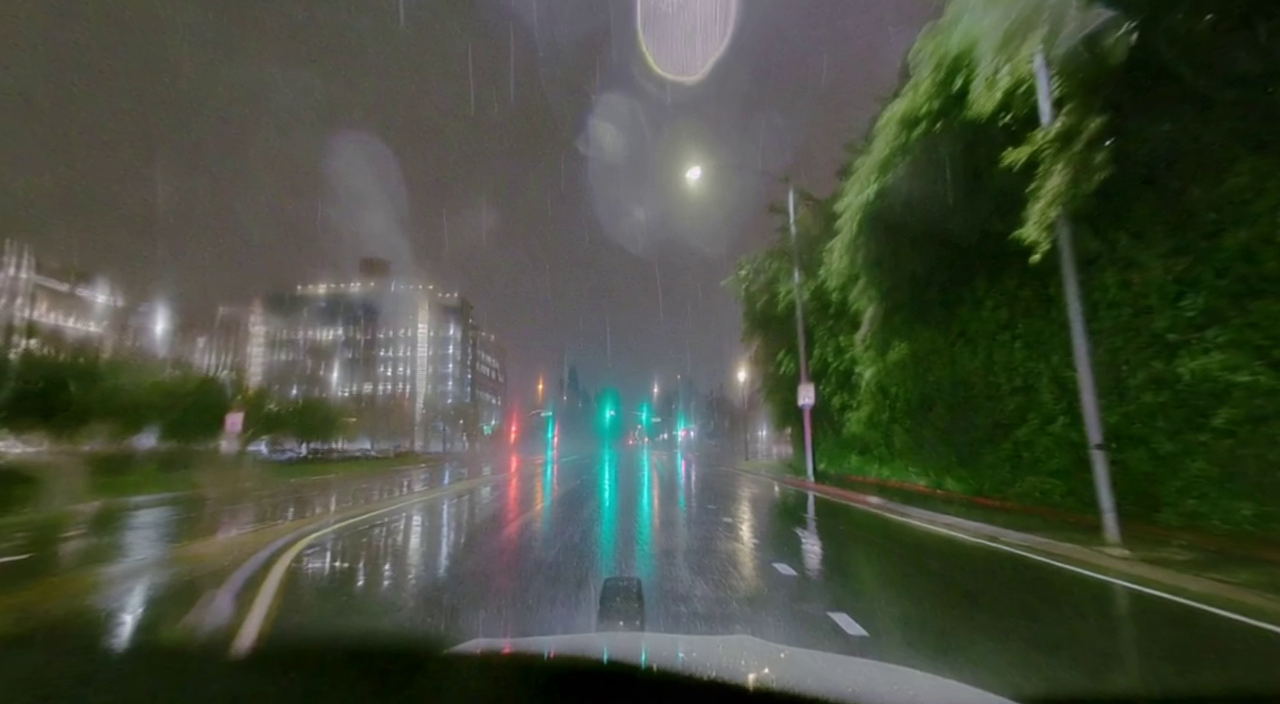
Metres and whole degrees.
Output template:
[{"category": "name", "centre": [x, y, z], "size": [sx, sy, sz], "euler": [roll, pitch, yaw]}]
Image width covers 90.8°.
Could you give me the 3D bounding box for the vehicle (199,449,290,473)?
[{"category": "vehicle", "centre": [-25.112, 6.905, 40.223], "size": [4.417, 1.460, 2.076], "euler": [0, -8, 2]}]
